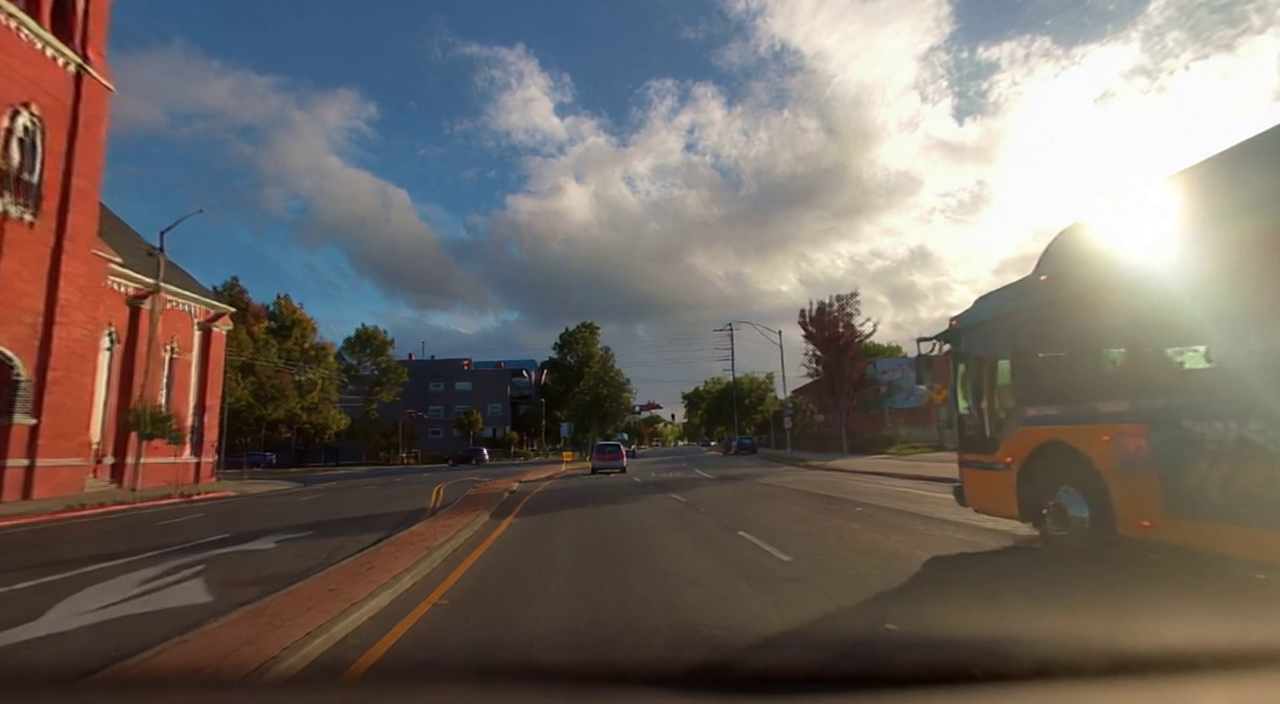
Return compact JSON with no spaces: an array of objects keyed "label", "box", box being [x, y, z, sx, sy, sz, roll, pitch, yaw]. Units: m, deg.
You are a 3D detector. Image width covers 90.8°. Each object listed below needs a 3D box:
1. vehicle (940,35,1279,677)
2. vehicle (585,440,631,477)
[{"label":"vehicle","box":[4.838,-0.369,0.760,3.028,3.353,12.630,-1,-8,1]},{"label":"vehicle","box":[-1.514,5.085,30.396,2.032,1.621,4.082,0,-8,-2]}]
